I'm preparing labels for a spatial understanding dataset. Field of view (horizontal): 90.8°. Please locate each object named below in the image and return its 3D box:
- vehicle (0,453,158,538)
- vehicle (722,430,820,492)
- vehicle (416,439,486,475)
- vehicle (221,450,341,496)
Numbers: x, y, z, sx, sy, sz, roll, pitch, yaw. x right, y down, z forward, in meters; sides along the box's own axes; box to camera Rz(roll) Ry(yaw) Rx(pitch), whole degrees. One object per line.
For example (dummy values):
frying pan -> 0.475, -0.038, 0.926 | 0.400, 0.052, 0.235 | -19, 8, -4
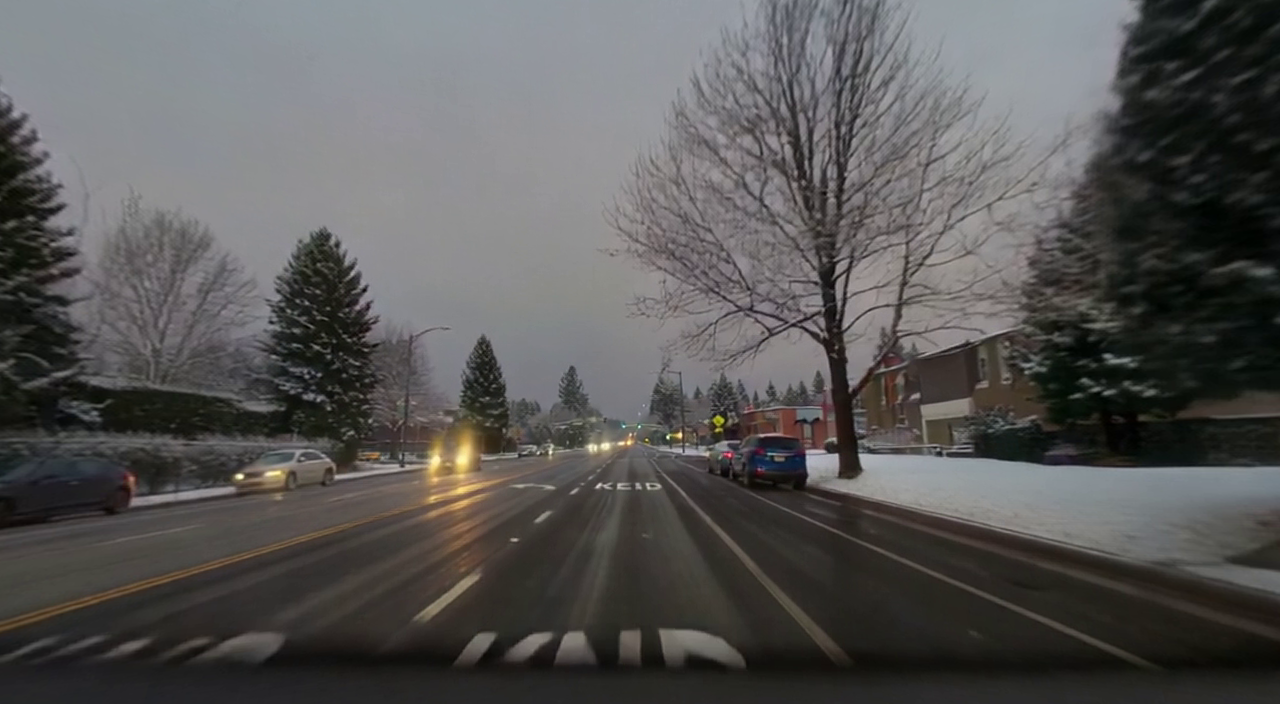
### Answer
vehicle -> -14.036, 3.172, 14.461 | 2.163, 1.641, 4.875 | 0, -8, 0
vehicle -> 4.084, 3.497, 20.661 | 2.220, 1.752, 4.782 | 0, -8, 0
vehicle -> -9.764, 5.474, 33.080 | 2.252, 1.737, 4.544 | 0, -8, 0
vehicle -> -14.059, 4.720, 25.161 | 1.983, 1.608, 4.699 | 0, -8, 0
